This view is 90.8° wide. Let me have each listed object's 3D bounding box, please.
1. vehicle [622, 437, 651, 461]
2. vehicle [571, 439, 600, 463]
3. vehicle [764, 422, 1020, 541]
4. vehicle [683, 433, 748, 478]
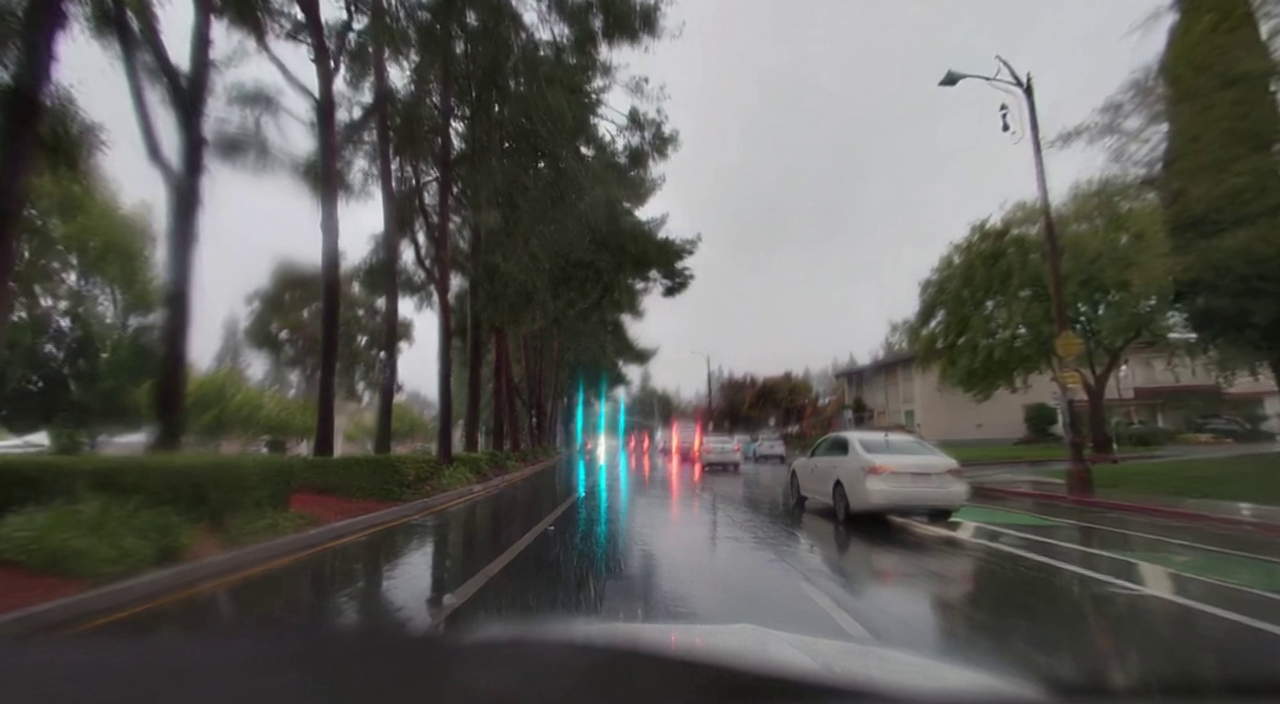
[{"bbox_3d":[-0.295,7.313,47.495,2.052,1.693,4.554,0,-8,-1],"label":"vehicle"},{"bbox_3d":[-4.136,7.601,48.628,2.083,1.691,4.398,0,-9,-3],"label":"vehicle"},{"bbox_3d":[3.748,2.046,10.666,2.165,1.513,4.911,0,-9,-2],"label":"vehicle"},{"bbox_3d":[3.022,4.289,26.369,2.041,1.688,4.717,0,-8,-1],"label":"vehicle"}]
